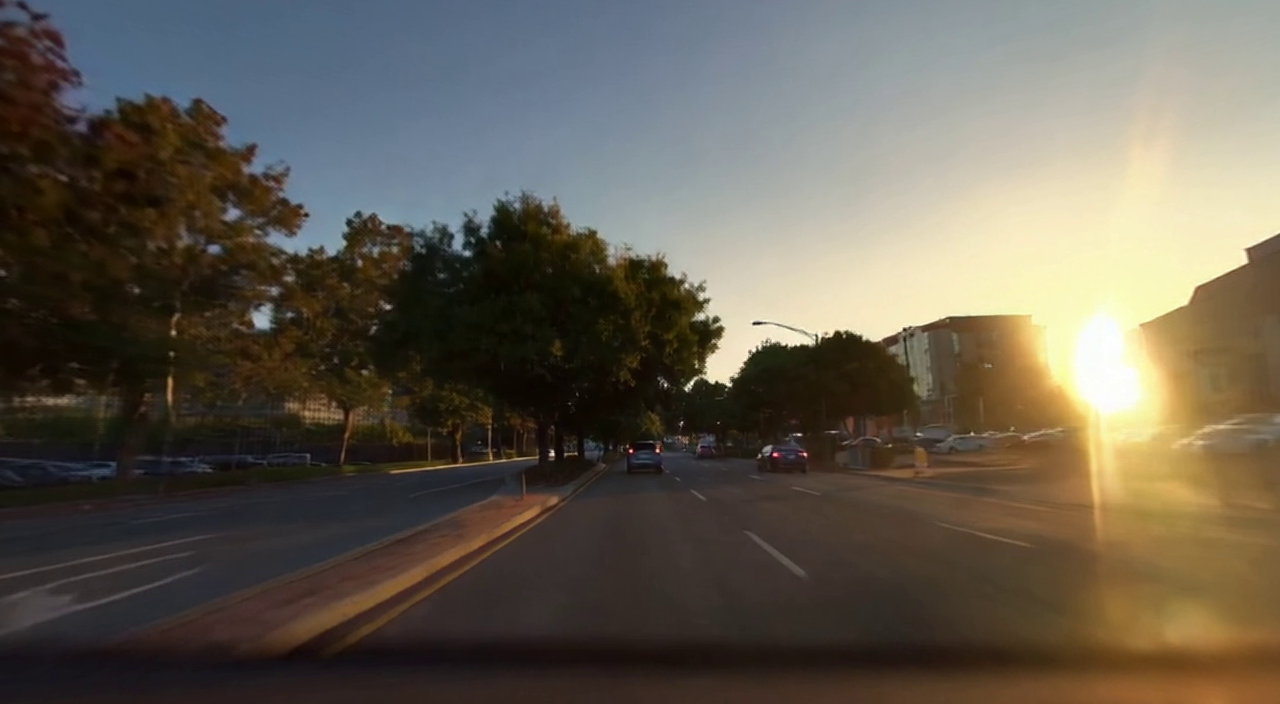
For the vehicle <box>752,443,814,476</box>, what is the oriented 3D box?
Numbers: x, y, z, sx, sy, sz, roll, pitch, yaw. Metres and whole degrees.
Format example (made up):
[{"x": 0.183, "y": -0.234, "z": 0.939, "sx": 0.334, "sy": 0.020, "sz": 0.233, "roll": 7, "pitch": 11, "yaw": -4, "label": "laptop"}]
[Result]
[{"x": 7.197, "y": 5.474, "z": 32.309, "sx": 2.029, "sy": 1.548, "sz": 4.422, "roll": 0, "pitch": -9, "yaw": -2, "label": "vehicle"}]

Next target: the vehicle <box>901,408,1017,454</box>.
[{"x": 24.146, "y": 6.054, "z": 48.070, "sx": 7.258, "sy": 3.283, "sz": 2.680, "roll": -1, "pitch": -9, "yaw": 0, "label": "vehicle"}]

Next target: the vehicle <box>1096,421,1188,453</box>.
[{"x": 30.066, "y": 5.175, "z": 38.058, "sx": 2.138, "sy": 1.531, "sz": 4.436, "roll": -3, "pitch": -11, "yaw": 6, "label": "vehicle"}]

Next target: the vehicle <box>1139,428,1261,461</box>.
[{"x": 26.018, "y": 4.364, "z": 29.559, "sx": 1.887, "sy": 1.419, "sz": 4.191, "roll": -1, "pitch": -9, "yaw": 1, "label": "vehicle"}]

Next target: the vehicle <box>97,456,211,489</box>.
[{"x": -26.857, "y": 6.662, "z": 35.026, "sx": 4.541, "sy": 1.676, "sz": 2.063, "roll": -1, "pitch": -9, "yaw": 0, "label": "vehicle"}]

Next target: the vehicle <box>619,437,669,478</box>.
[{"x": 0.102, "y": 5.014, "z": 30.217, "sx": 2.227, "sy": 1.794, "sz": 4.457, "roll": 0, "pitch": -9, "yaw": -2, "label": "vehicle"}]
